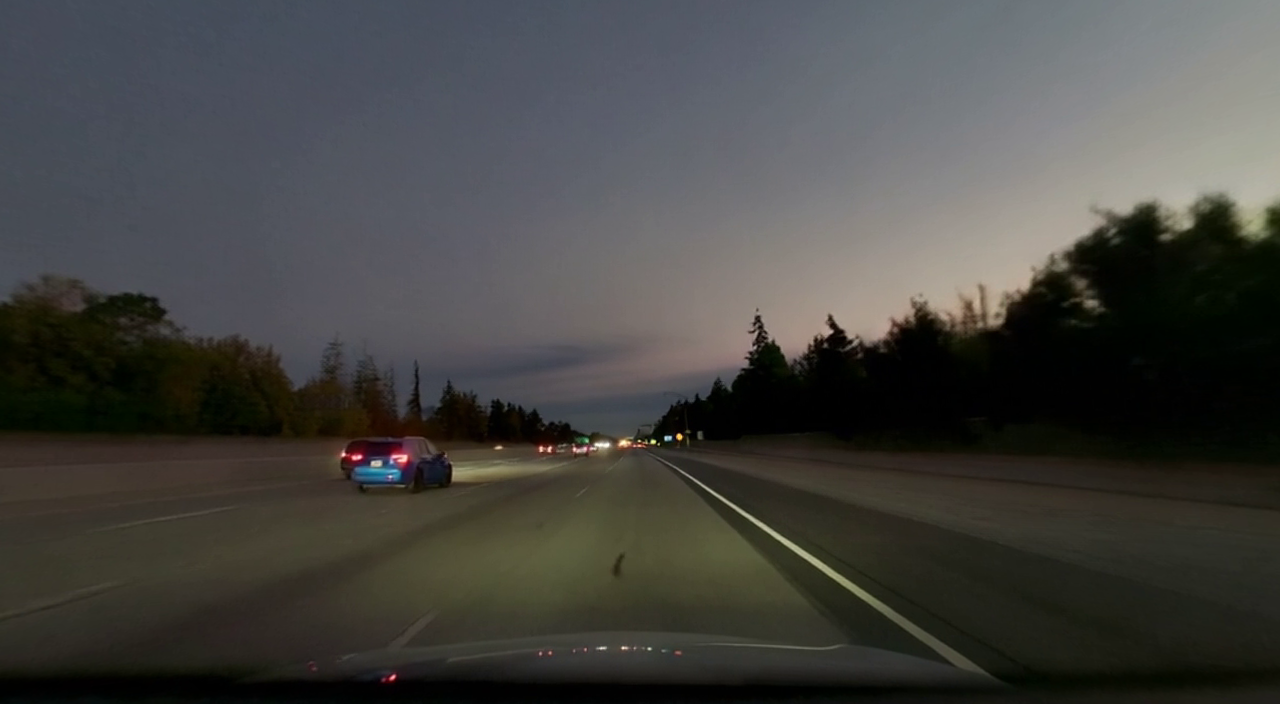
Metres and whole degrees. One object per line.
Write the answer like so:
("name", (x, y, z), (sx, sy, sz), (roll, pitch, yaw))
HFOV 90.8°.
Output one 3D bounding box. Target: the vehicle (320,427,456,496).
("vehicle", (-7.209, 3.187, 18.716), (2.146, 1.766, 4.502), (0, -9, 0))
